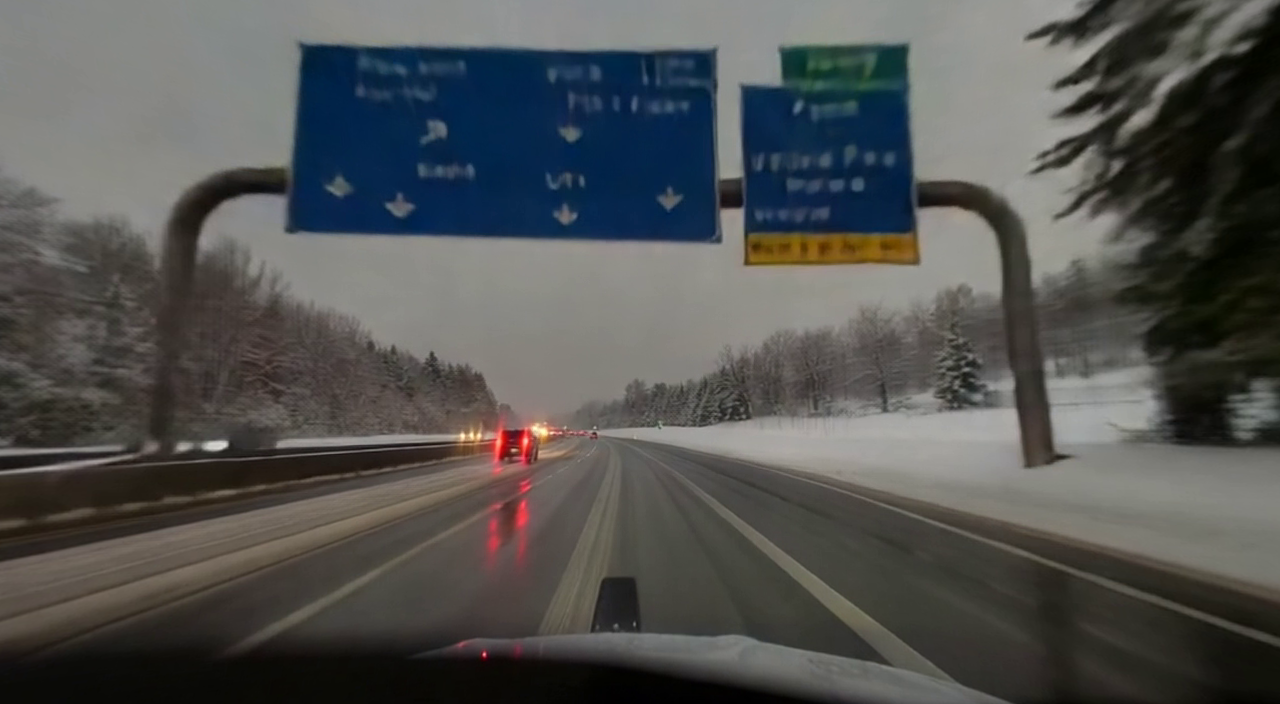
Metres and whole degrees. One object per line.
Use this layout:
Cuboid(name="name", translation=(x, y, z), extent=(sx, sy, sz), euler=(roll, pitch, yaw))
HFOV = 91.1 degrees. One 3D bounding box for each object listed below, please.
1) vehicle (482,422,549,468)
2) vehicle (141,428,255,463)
Cuboid(name="vehicle", translation=(-5.083, 3.856, 26.241), extent=(2.007, 1.727, 4.040), euler=(0, -8, -1))
Cuboid(name="vehicle", translation=(-20.297, 4.306, 29.158), extent=(2.094, 1.503, 4.457), euler=(0, -8, -1))
